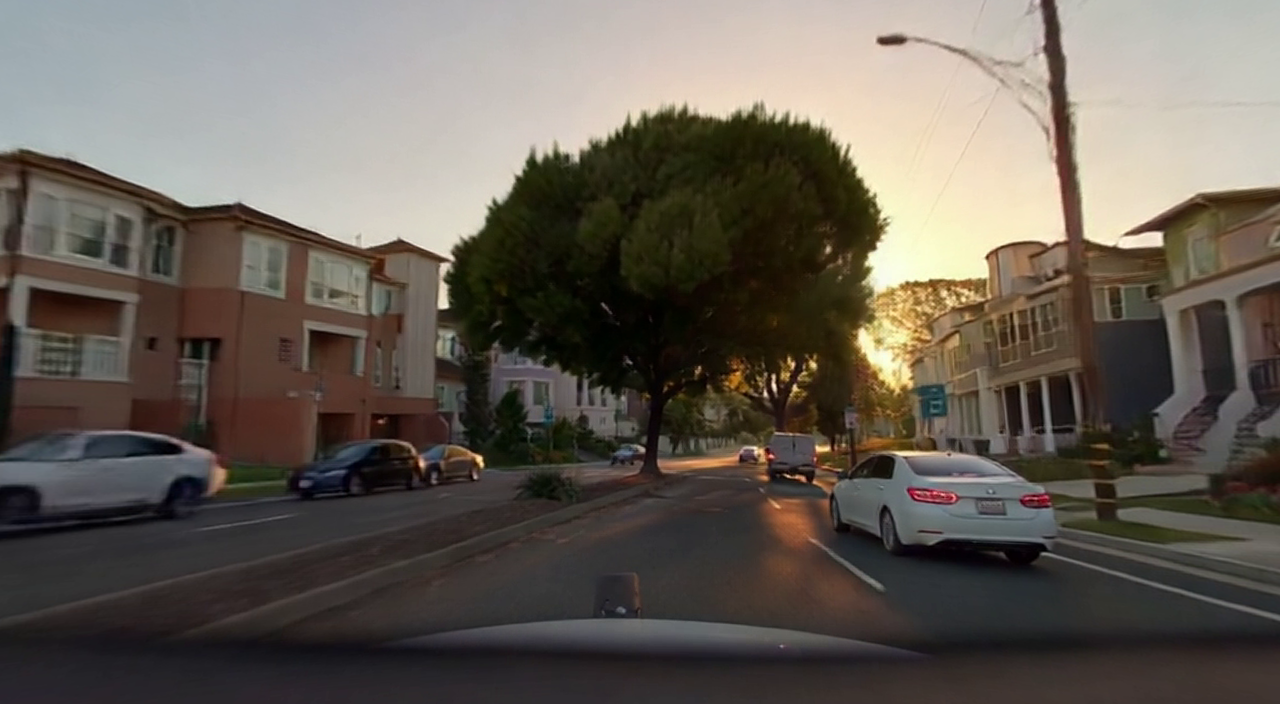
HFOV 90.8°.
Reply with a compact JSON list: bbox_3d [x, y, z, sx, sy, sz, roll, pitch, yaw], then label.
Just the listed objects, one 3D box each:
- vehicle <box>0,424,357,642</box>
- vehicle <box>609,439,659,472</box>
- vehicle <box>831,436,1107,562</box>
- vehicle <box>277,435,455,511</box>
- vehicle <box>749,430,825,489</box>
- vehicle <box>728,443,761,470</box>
[{"bbox_3d":[-5.236,1.537,6.613,2.081,1.453,4.698,-3,-6,6],"label":"vehicle"},{"bbox_3d":[-0.326,6.717,41.368,2.069,1.820,4.388,-4,-7,16],"label":"vehicle"},{"bbox_3d":[4.876,2.221,10.349,2.096,1.552,4.519,1,-9,0],"label":"vehicle"},{"bbox_3d":[-6.683,2.958,16.069,2.023,1.518,4.388,-3,-7,10],"label":"vehicle"},{"bbox_3d":[5.451,4.061,24.076,2.109,2.002,4.424,0,-9,4],"label":"vehicle"},{"bbox_3d":[6.528,6.487,39.381,1.923,1.576,4.026,-1,-9,10],"label":"vehicle"}]
